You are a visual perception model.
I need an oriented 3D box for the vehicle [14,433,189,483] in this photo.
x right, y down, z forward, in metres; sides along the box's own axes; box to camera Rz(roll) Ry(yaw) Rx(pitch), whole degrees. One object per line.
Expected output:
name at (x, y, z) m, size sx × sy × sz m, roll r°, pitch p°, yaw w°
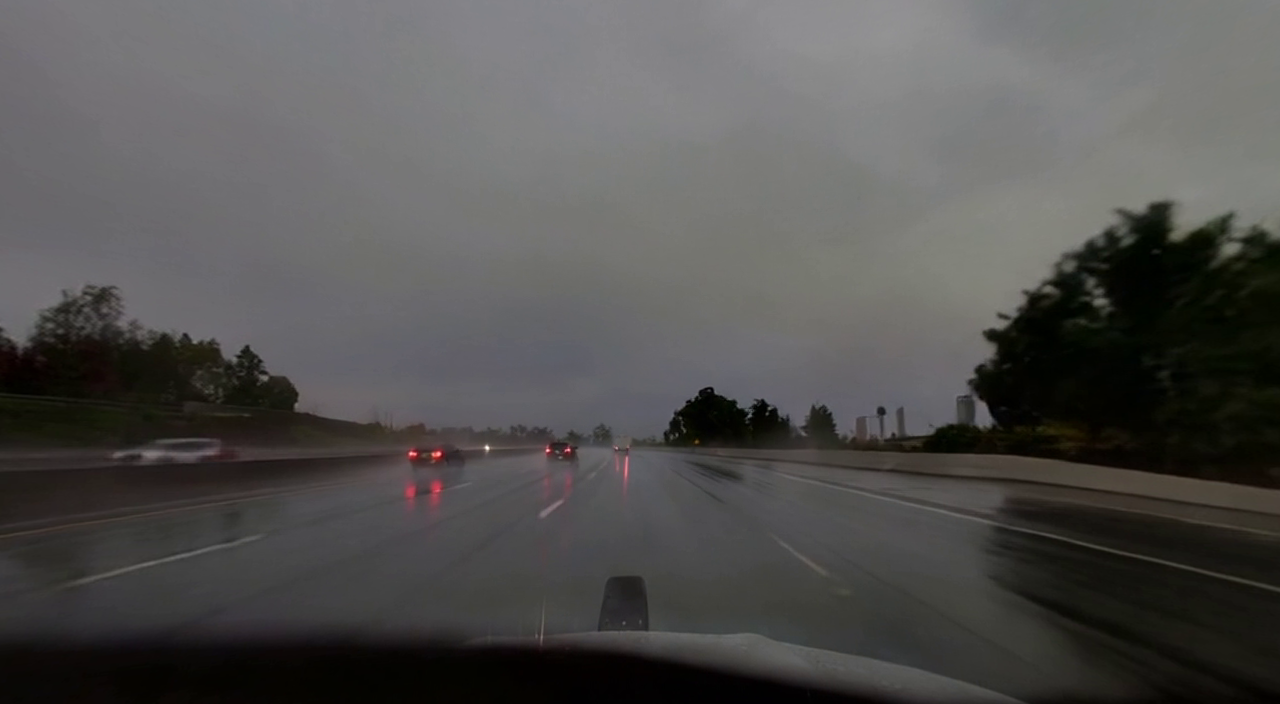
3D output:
vehicle at (-18.030, 3.571, 21.503) m, size 2.016 × 1.519 × 4.514 m, roll 0°, pitch -8°, yaw -1°

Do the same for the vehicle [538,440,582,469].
vehicle at (-4.254, 5.525, 34.117) m, size 1.936 × 1.465 × 4.060 m, roll 0°, pitch -8°, yaw -1°

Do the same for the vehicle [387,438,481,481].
vehicle at (-7.752, 4.087, 24.242) m, size 2.038 × 1.463 × 4.656 m, roll 0°, pitch -8°, yaw 0°
